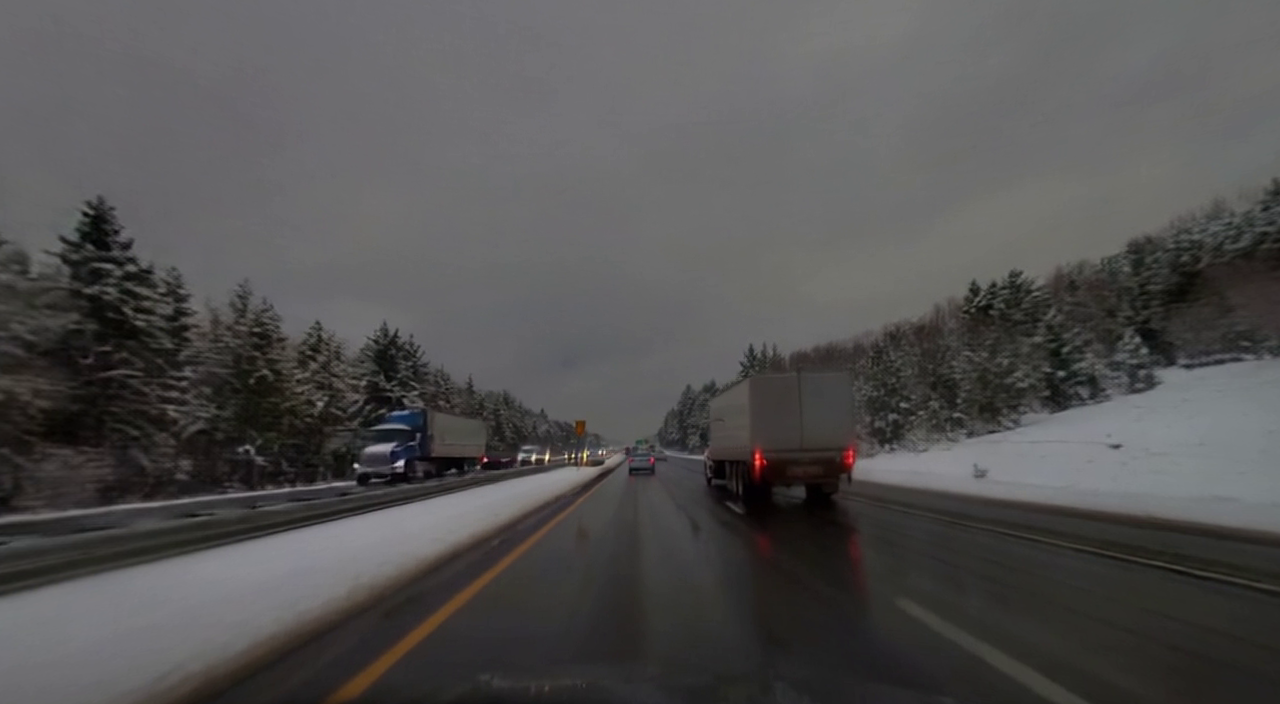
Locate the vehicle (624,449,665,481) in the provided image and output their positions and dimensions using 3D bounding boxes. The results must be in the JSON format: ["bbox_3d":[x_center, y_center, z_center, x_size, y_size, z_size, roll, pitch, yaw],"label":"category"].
[{"bbox_3d":[0.199,5.620,31.512,1.939,1.495,3.612,0,-9,-1],"label":"vehicle"}]

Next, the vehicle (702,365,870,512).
[{"bbox_3d":[4.253,3.105,21.966,2.885,3.679,12.102,0,-9,0],"label":"vehicle"}]

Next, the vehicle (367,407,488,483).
[{"bbox_3d":[-13.011,6.078,40.716,2.923,3.978,14.760,0,-9,-1],"label":"vehicle"}]
